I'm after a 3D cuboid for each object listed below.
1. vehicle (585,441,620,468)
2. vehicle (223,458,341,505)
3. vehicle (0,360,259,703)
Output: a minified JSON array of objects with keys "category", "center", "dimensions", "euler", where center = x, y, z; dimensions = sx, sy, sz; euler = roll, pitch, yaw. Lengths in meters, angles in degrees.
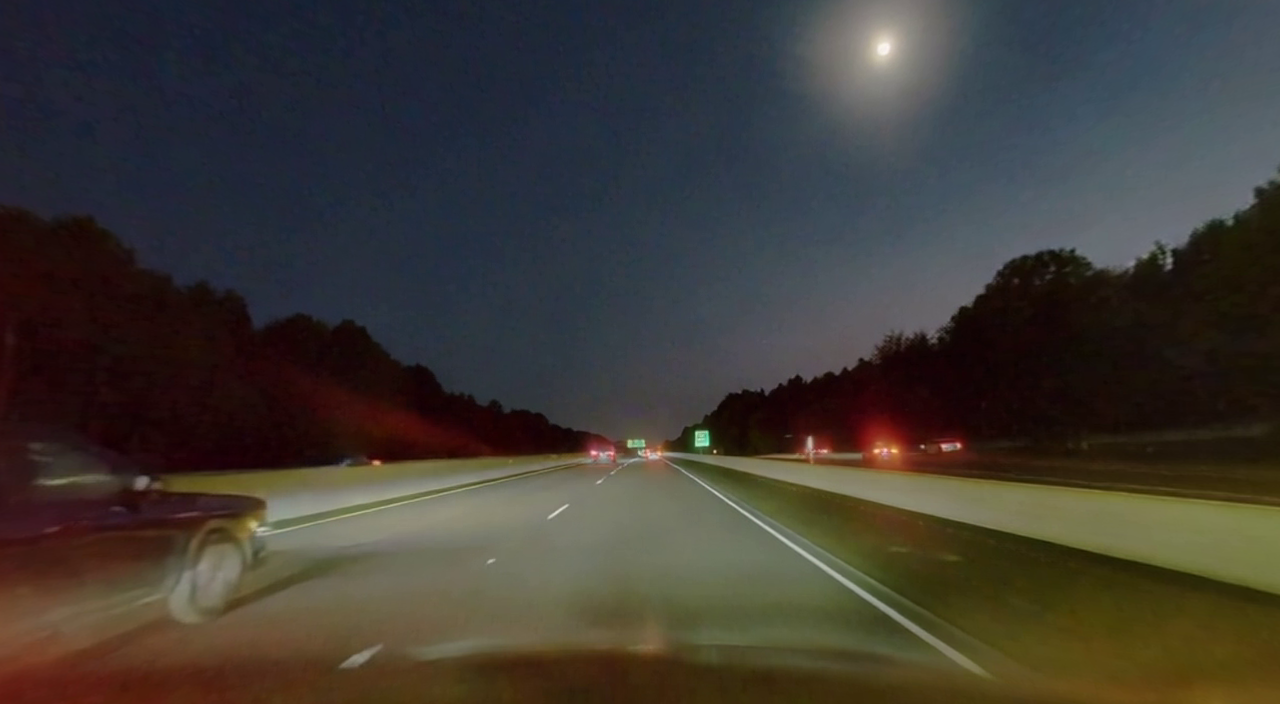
[{"category":"vehicle","center":[-2.606,7.325,45.312],"dimensions":[2.143,1.853,4.123],"euler":[0,-9,2]},{"category":"vehicle","center":[-12.364,4.474,22.109],"dimensions":[1.750,1.402,3.988],"euler":[0,-9,1]},{"category":"vehicle","center":[-3.663,0.795,2.137],"dimensions":[2.037,1.638,4.274],"euler":[0,-9,0]}]
